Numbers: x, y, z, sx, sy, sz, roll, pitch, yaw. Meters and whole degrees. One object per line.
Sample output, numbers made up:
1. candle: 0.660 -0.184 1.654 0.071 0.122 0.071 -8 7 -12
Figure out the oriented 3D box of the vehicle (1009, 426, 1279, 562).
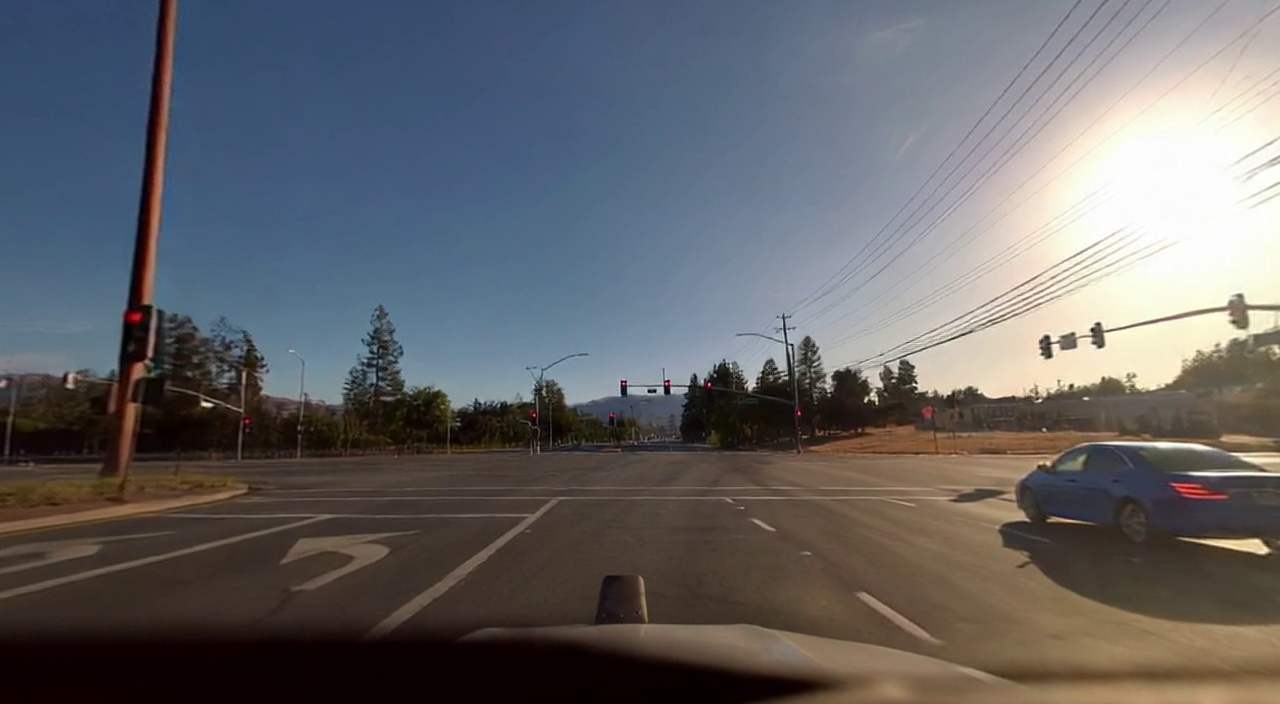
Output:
1. vehicle: 7.375 1.910 9.150 1.797 1.544 3.685 0 -9 0
